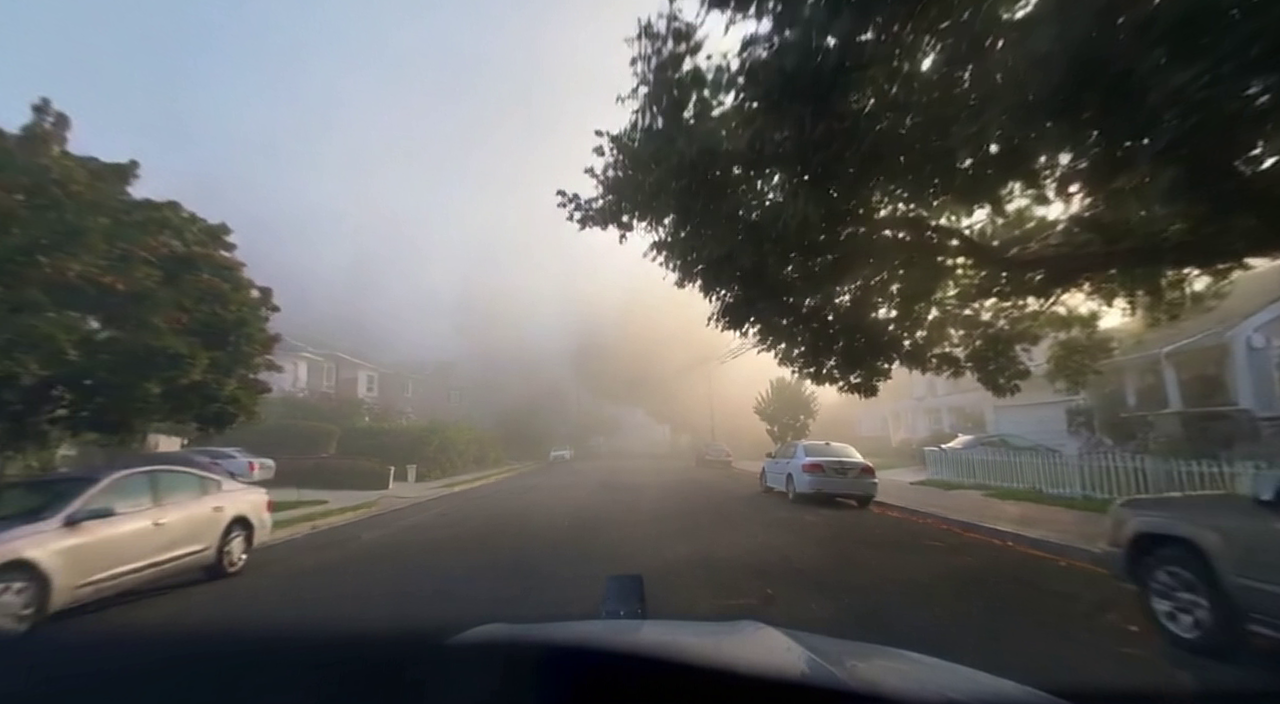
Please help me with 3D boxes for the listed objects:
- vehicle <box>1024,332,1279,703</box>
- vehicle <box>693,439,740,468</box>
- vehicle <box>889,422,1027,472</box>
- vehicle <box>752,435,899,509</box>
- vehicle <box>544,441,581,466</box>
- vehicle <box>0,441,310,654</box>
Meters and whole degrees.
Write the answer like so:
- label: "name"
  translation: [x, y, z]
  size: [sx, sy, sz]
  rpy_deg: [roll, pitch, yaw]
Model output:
- label: "vehicle"
  translation: [4.198, 0.727, 2.410]
  size: [2.105, 1.836, 5.278]
  rpy_deg: [0, -8, 0]
- label: "vehicle"
  translation: [4.260, 5.686, 35.637]
  size: [2.020, 1.558, 3.925]
  rpy_deg: [0, -8, -2]
- label: "vehicle"
  translation: [12.527, 3.741, 25.120]
  size: [4.329, 1.863, 2.059]
  rpy_deg: [-1, -6, 2]
- label: "vehicle"
  translation: [4.214, 2.804, 15.422]
  size: [1.936, 1.464, 5.141]
  rpy_deg: [0, -8, -1]
- label: "vehicle"
  translation: [-5.691, 7.541, 47.123]
  size: [1.954, 1.551, 5.128]
  rpy_deg: [-3, -7, 1]
- label: "vehicle"
  translation: [-5.697, 1.710, 6.125]
  size: [2.011, 1.465, 5.686]
  rpy_deg: [-3, -7, 0]
